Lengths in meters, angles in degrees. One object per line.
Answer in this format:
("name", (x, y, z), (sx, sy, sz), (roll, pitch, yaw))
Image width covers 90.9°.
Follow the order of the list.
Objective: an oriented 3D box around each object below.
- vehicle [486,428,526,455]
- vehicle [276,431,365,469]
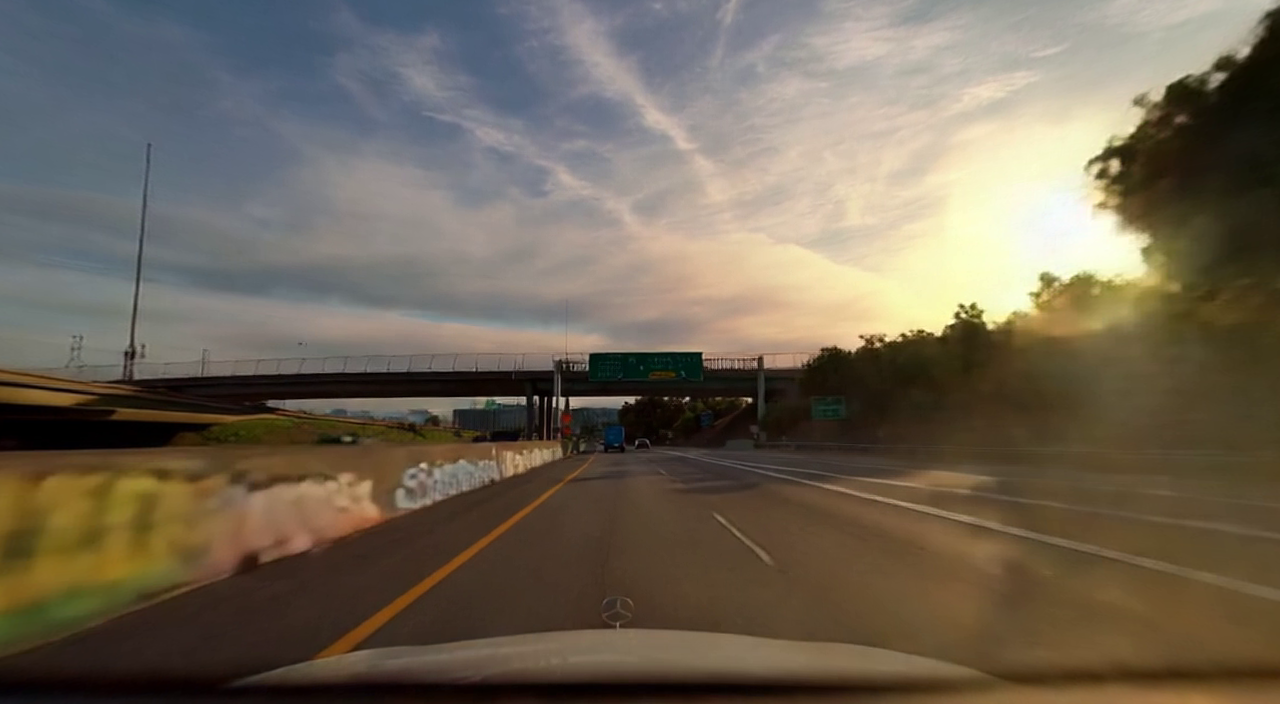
("vehicle", (-10.281, 6.917, 48.702), (2.106, 1.901, 5.107), (0, -8, -2))
("vehicle", (-13.522, 4.146, 26.885), (1.855, 1.496, 3.746), (0, -8, -1))
